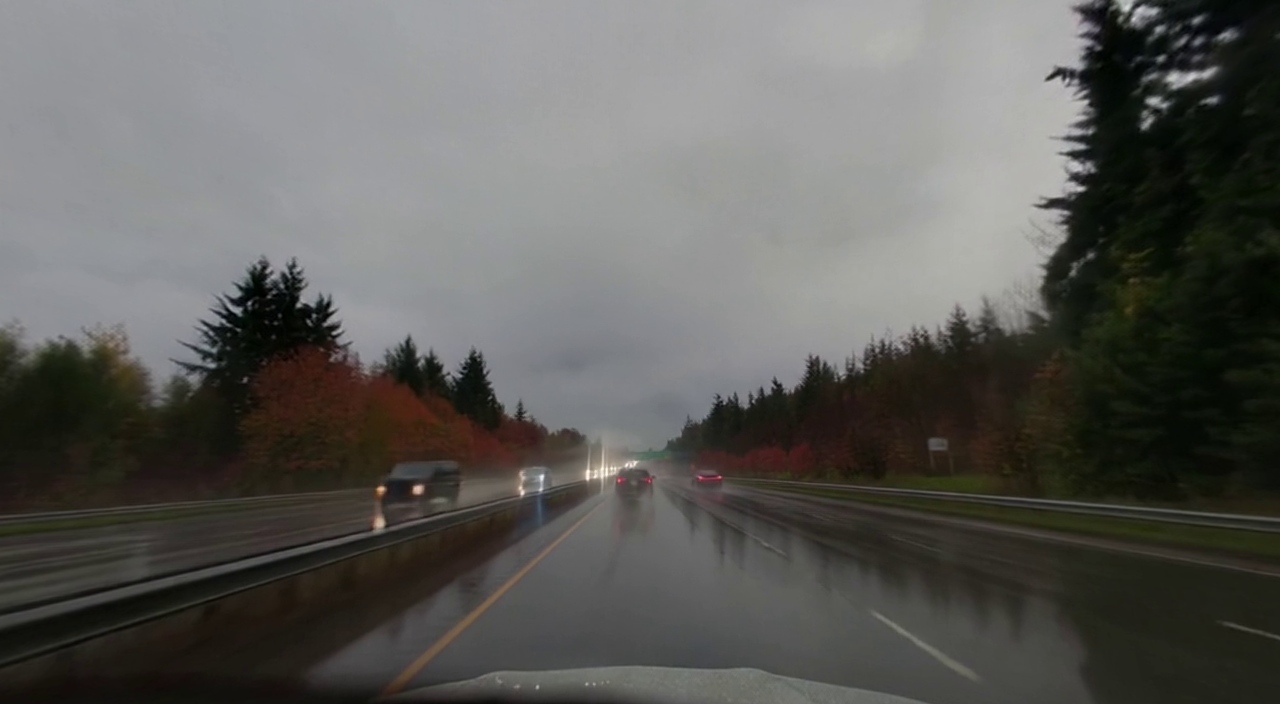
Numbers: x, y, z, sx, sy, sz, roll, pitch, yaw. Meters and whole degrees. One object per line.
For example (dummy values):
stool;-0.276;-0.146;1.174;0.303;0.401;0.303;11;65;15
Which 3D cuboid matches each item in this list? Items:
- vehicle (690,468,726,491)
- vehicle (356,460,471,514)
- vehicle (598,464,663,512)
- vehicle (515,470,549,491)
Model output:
vehicle;4.626;8.719;43.173;1.974;1.476;4.119;1;-10;0
vehicle;-7.544;4.553;21.574;2.156;1.596;4.559;1;-10;0
vehicle;-0.314;4.649;21.855;2.060;1.473;3.726;1;-10;-1
vehicle;-7.971;9.492;46.653;1.780;1.447;3.670;0;-10;1
